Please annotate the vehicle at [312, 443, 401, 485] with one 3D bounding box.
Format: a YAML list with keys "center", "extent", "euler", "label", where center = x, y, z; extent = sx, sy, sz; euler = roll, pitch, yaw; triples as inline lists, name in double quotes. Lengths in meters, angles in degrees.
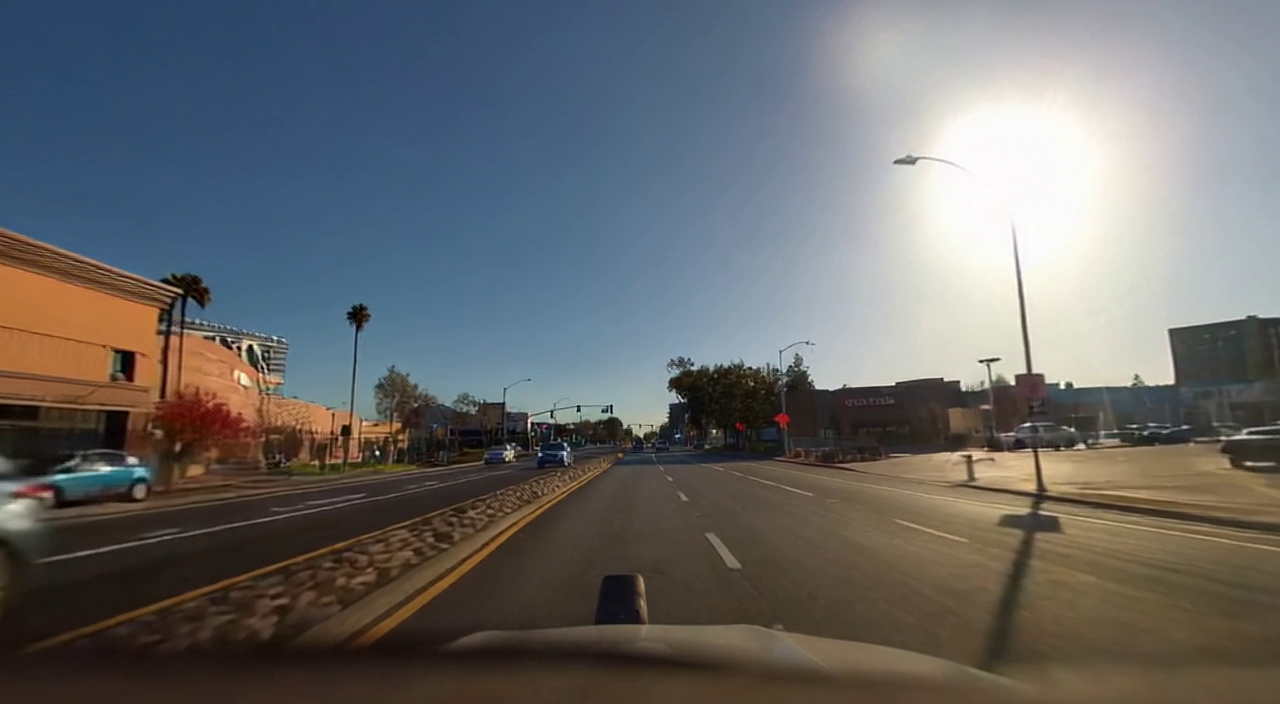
- center: [-12.850, 5.061, 28.925]
  extent: [1.971, 1.719, 4.285]
  euler: [0, -8, 1]
  label: "vehicle"

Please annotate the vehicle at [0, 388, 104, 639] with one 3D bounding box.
- center: [-5.592, 0.920, 2.945]
  extent: [2.129, 1.748, 4.555]
  euler: [0, -8, 0]
  label: "vehicle"

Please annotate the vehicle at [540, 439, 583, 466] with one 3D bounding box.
- center: [-5.180, 6.705, 42.168]
  extent: [2.177, 1.684, 4.418]
  euler: [-1, -8, 2]
  label: "vehicle"
